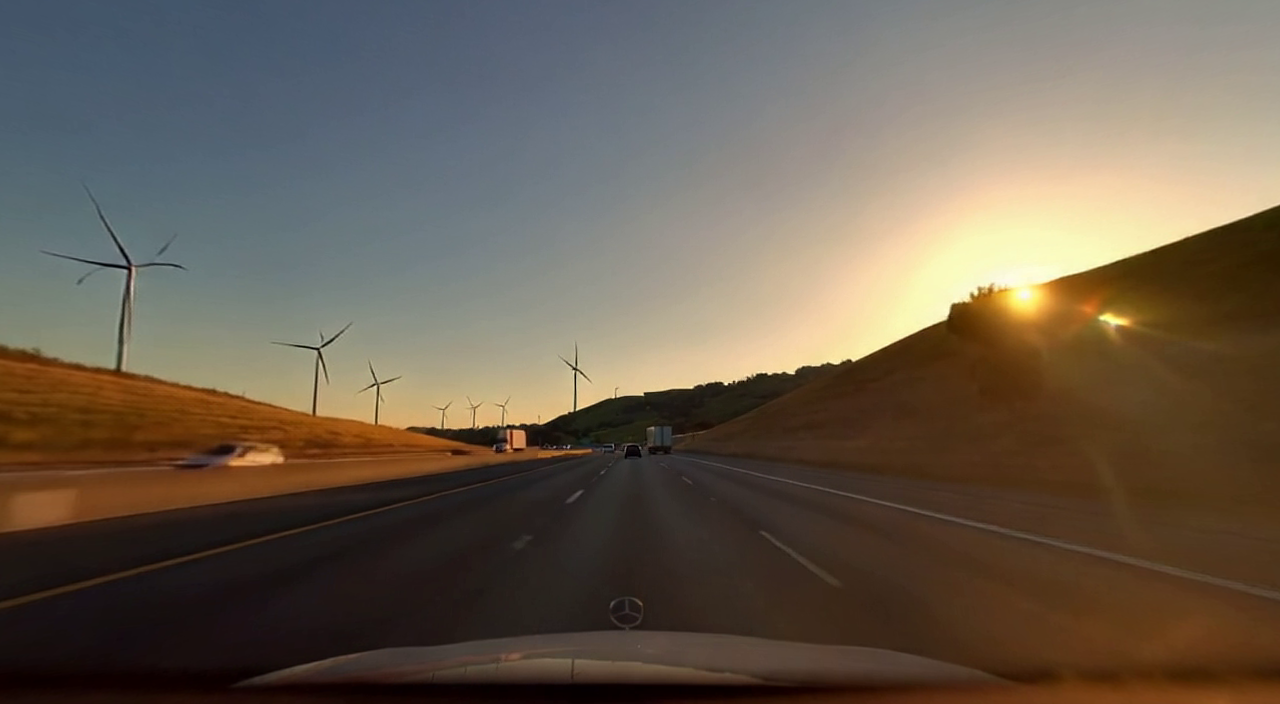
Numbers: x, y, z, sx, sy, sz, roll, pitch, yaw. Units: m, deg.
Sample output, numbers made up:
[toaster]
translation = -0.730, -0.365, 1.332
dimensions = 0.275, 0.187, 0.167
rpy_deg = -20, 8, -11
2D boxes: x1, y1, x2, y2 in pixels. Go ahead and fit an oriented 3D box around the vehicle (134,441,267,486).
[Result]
[vehicle]
translation = -15.505, 3.933, 22.559
dimensions = 1.822, 1.440, 4.160
rpy_deg = 0, -8, -1
